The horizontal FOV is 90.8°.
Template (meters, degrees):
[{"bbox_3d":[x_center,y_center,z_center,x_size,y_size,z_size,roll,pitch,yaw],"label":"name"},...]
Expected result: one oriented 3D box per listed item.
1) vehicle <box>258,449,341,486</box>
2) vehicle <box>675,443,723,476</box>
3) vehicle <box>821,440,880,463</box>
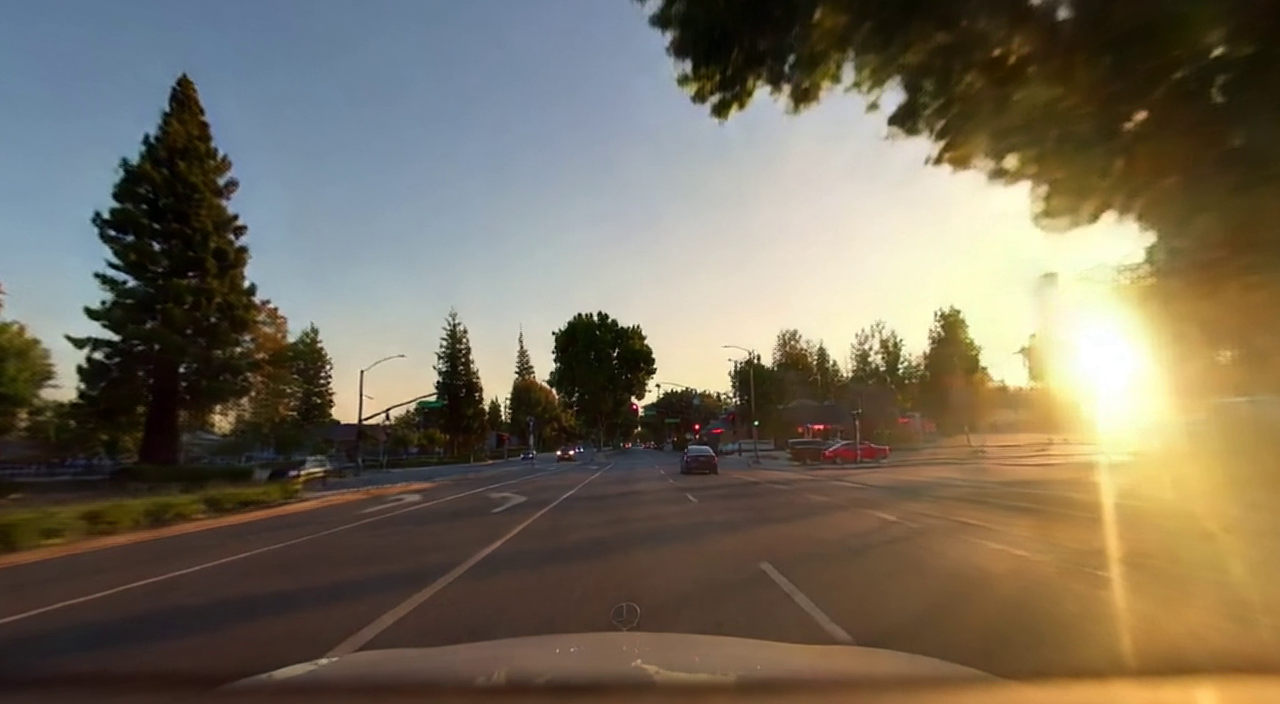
[{"bbox_3d":[-18.703,6.328,34.984,2.026,1.885,4.539,0,-9,0],"label":"vehicle"},{"bbox_3d":[2.998,5.542,32.787,1.961,1.580,4.020,0,-9,-2],"label":"vehicle"},{"bbox_3d":[14.674,6.924,44.041,3.552,1.484,1.883,5,-10,-29],"label":"vehicle"}]
